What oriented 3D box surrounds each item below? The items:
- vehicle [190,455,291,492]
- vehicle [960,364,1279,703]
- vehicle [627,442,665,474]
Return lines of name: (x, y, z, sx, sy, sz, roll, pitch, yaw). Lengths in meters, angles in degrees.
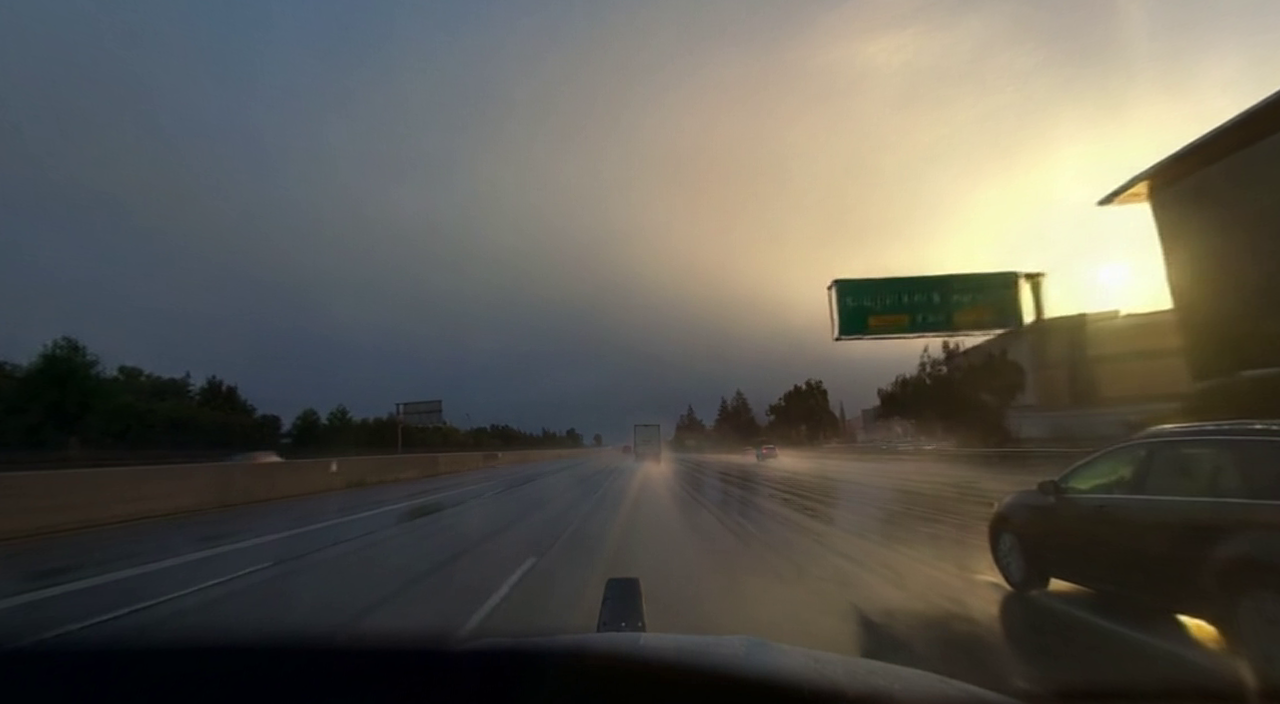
vehicle: (-19.490, 5.931, 31.014, 1.884, 1.642, 4.551, 0, -9, 2)
vehicle: (3.855, 0.900, 3.049, 2.008, 1.595, 5.082, 0, -9, 1)
vehicle: (0.330, 5.915, 35.231, 2.015, 1.639, 4.086, 0, -9, 0)
